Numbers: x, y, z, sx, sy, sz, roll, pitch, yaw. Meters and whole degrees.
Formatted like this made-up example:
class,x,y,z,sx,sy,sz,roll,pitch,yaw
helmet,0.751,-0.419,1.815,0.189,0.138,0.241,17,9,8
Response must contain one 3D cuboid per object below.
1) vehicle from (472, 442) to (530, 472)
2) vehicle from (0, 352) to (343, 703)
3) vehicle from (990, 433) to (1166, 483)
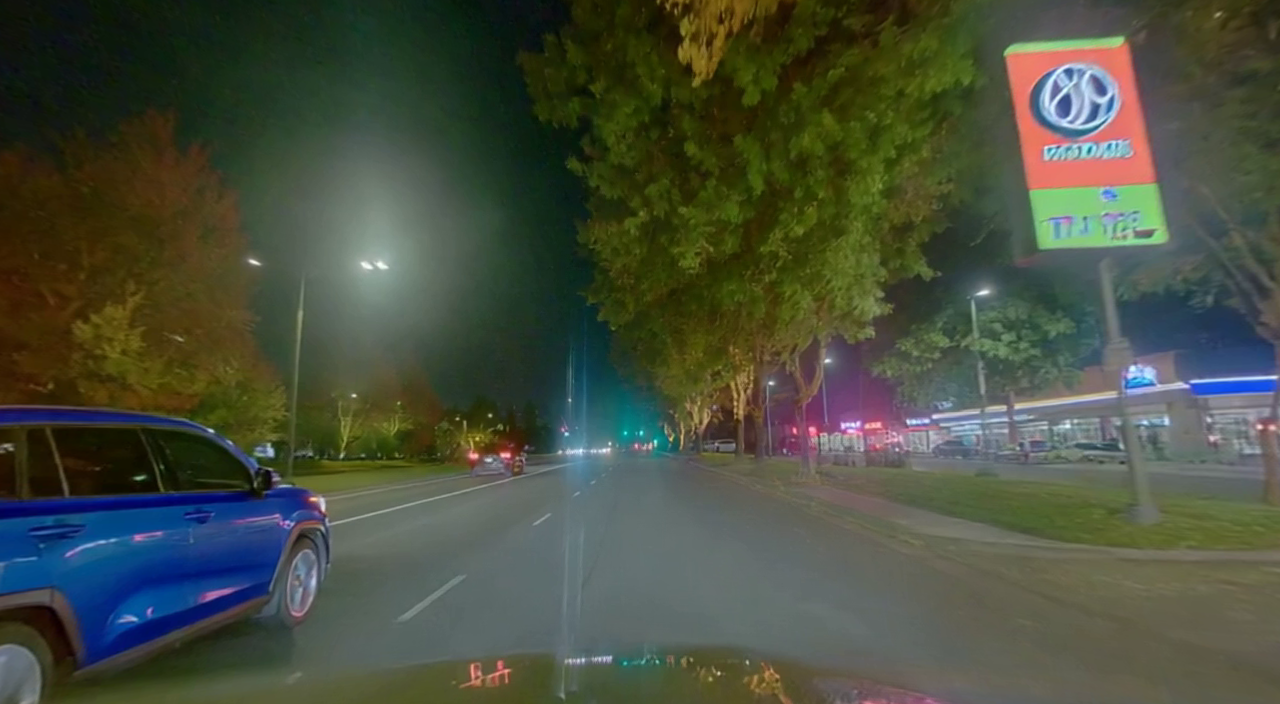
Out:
class,x,y,z,sx,sy,sz,roll,pitch,yaw
vehicle,-7.279,5.529,33.427,1.990,1.483,4.410,0,-8,1
vehicle,-3.474,0.909,2.876,2.127,1.654,4.121,0,-8,1
vehicle,15.497,3.752,22.480,4.806,1.664,2.050,0,-8,-4
